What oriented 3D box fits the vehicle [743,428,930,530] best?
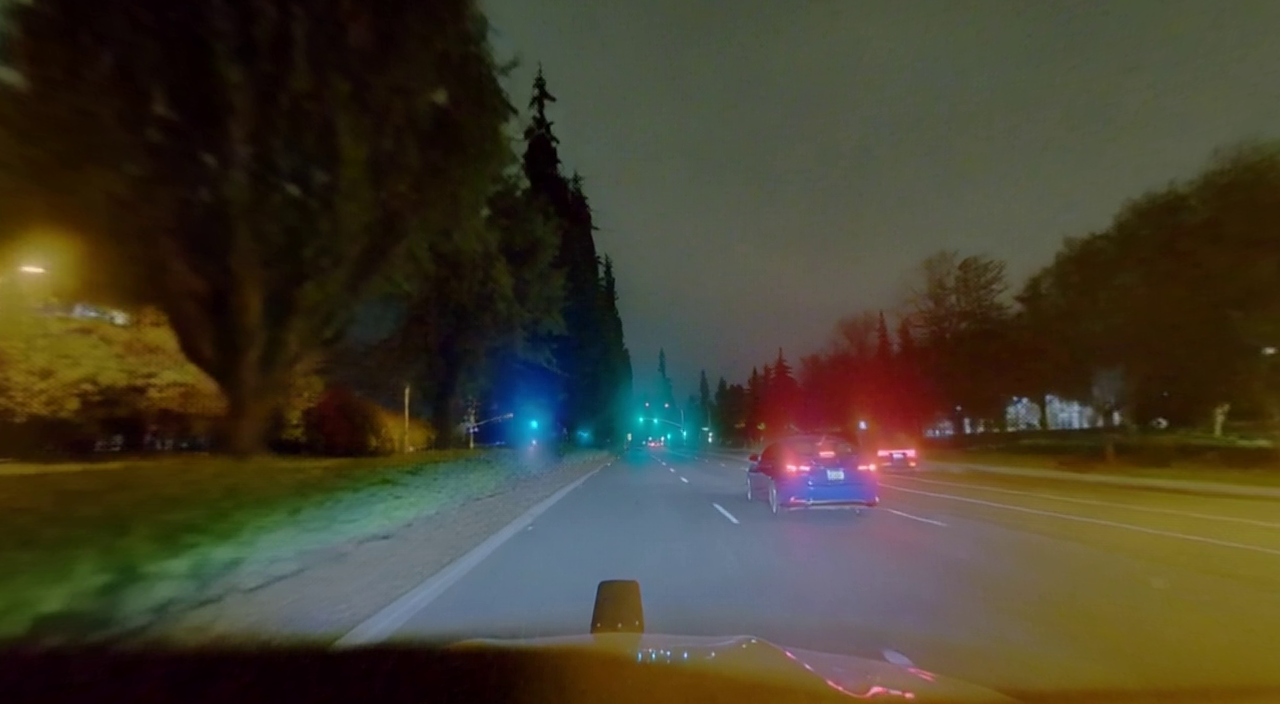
[{"bbox_3d":[3.233,2.171,11.435,1.950,1.473,4.259,0,-8,-1],"label":"vehicle"}]
